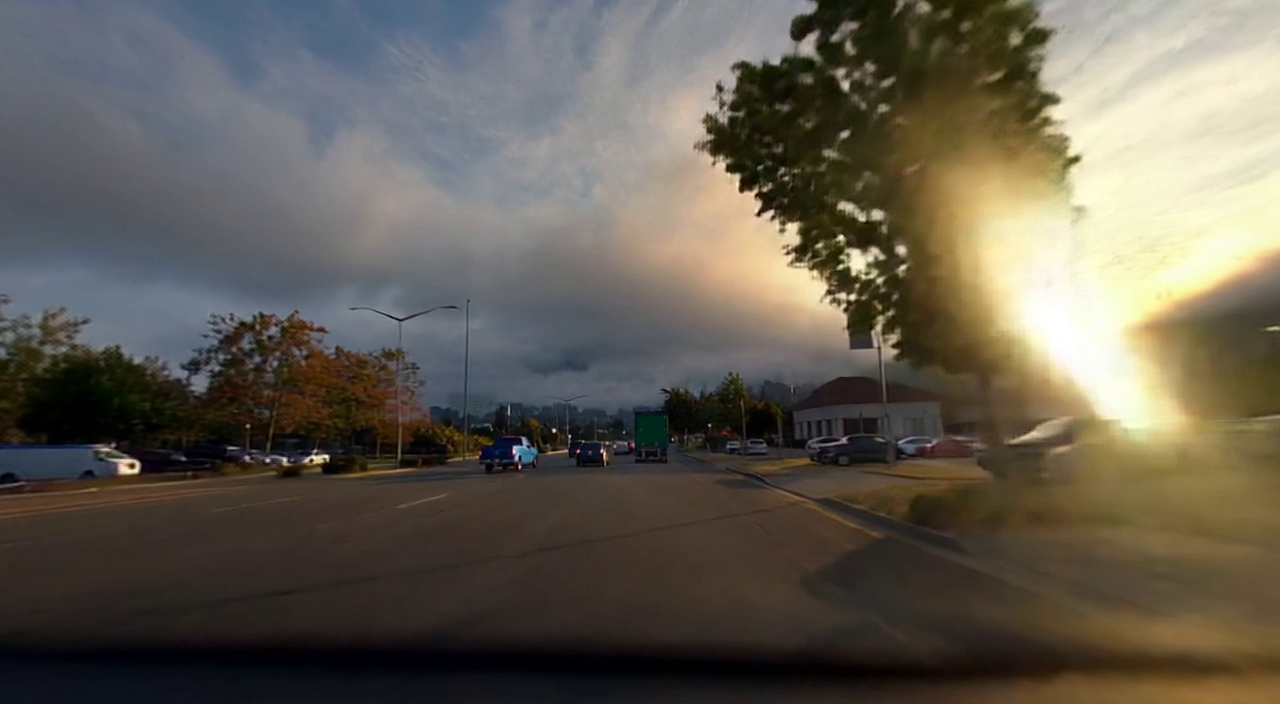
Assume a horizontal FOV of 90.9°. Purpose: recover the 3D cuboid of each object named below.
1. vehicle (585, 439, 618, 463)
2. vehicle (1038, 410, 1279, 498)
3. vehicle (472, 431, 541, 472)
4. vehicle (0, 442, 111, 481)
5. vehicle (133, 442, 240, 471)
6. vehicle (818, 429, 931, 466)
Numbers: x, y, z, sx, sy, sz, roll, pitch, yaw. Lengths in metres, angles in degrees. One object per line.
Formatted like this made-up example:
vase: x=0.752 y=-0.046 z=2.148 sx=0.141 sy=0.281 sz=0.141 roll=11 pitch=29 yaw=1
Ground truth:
vehicle: x=-2.822 y=7.457 z=47.652 sx=2.114 sy=1.663 sz=4.381 roll=0 pitch=-8 yaw=1
vehicle: x=11.326 y=2.114 z=13.144 sx=4.655 sy=1.688 sz=1.876 roll=-1 pitch=-9 yaw=2
vehicle: x=-6.632 y=5.043 z=32.013 sx=2.149 sy=1.893 sz=5.187 roll=-1 pitch=-8 yaw=2
vehicle: x=-34.070 y=6.147 z=35.534 sx=6.393 sy=2.108 sz=2.467 roll=-1 pitch=-9 yaw=4
vehicle: x=-34.029 y=7.849 z=47.417 sx=6.188 sy=2.110 sz=2.333 roll=0 pitch=-9 yaw=2
vehicle: x=10.578 y=4.366 z=28.699 sx=4.346 sy=1.595 sz=1.964 roll=0 pitch=-9 yaw=0
